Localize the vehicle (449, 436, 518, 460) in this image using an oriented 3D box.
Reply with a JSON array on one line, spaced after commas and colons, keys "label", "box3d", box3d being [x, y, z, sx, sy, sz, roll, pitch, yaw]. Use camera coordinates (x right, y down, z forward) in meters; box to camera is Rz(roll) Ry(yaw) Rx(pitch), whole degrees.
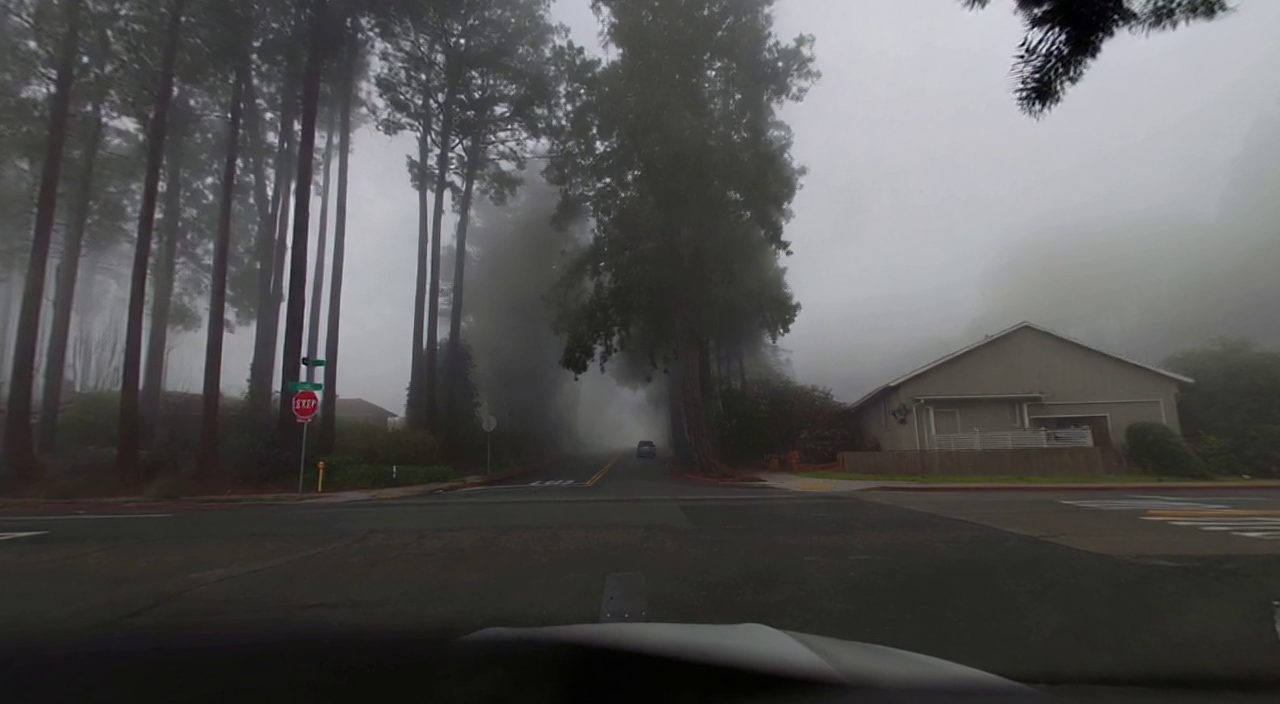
[{"label": "vehicle", "box3d": [-11.668, 7.202, 47.244, 4.622, 1.782, 1.836, 0, -8, 1]}]
